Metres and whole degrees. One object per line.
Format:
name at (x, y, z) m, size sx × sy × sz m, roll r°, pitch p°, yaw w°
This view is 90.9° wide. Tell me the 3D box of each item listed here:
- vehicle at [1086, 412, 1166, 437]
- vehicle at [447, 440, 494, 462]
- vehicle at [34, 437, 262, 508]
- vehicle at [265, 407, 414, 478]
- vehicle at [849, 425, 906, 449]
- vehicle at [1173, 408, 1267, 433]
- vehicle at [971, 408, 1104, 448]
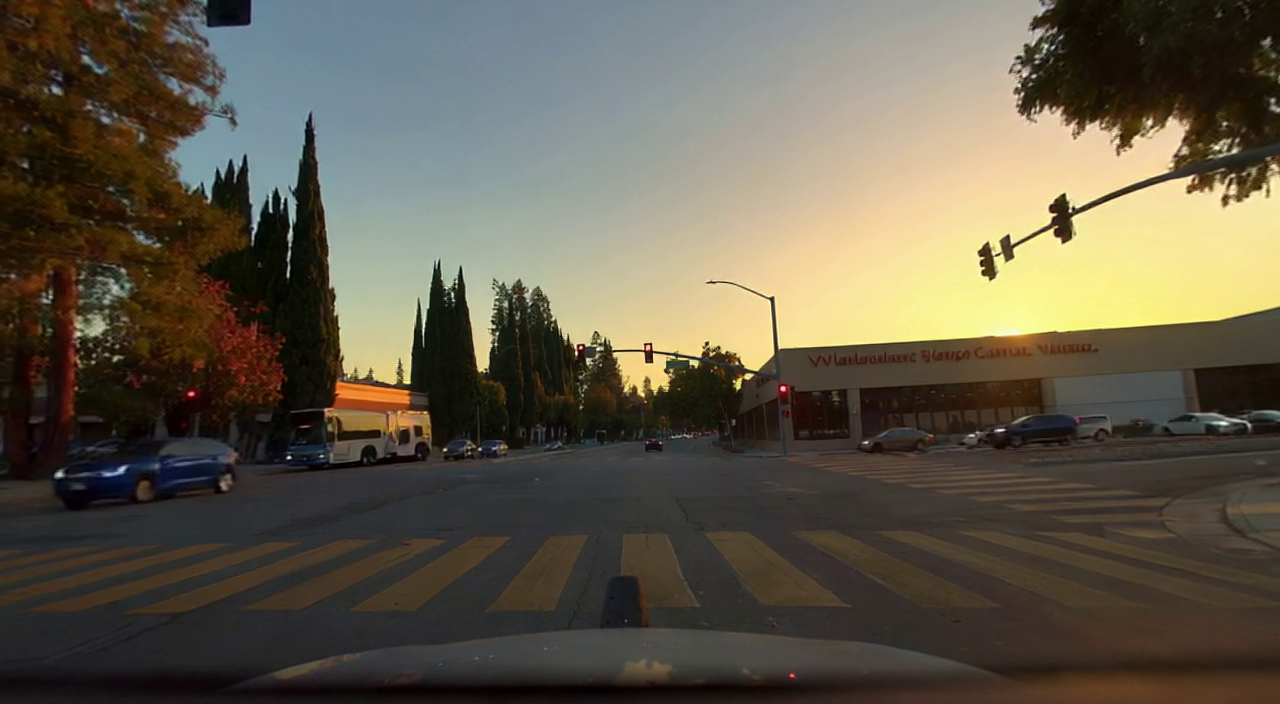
vehicle at (31.380, 4.728, 40.810) m, size 1.823 × 1.480 × 4.003 m, roll 0°, pitch -8°, yaw -3°
vehicle at (-12.087, 7.104, 45.297) m, size 1.996 × 1.482 × 4.772 m, roll 0°, pitch -8°, yaw 0°
vehicle at (-11.824, 2.893, 15.691) m, size 1.996 × 1.489 × 4.566 m, roll 0°, pitch -8°, yaw 0°
vehicle at (-16.618, 5.230, 36.259) m, size 3.161 × 3.455 × 11.058 m, roll 0°, pitch -8°, yaw 0°
vehicle at (17.470, 6.257, 46.454) m, size 3.329 × 1.415 × 1.821 m, roll -6°, pitch -9°, yaw 2°
vehicle at (38.375, 4.599, 41.887) m, size 1.715 × 1.480 × 4.701 m, roll 0°, pitch -8°, yaw -1°
vehicle at (17.622, 3.415, 28.094) m, size 4.566 × 1.670 × 2.000 m, roll 0°, pitch -8°, yaw -2°
